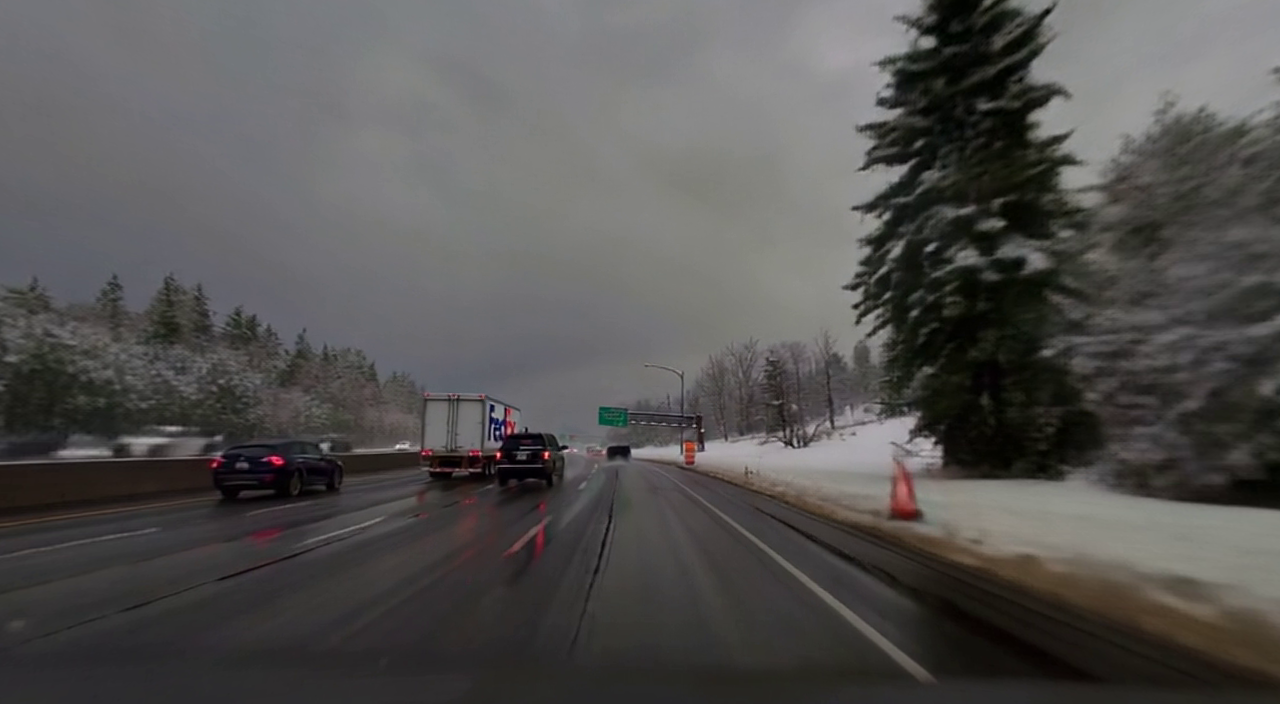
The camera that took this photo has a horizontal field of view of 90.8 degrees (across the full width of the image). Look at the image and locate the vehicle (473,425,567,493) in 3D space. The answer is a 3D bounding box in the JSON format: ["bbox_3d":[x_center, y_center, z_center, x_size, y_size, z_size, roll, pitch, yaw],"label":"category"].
[{"bbox_3d":[-3.657,3.377,20.216,2.170,1.886,4.628,0,-9,-1],"label":"vehicle"}]

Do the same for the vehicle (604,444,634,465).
[{"bbox_3d":[-1.582,7.571,46.820,2.043,1.489,3.839,1,-9,-4],"label":"vehicle"}]

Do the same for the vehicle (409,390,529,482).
[{"bbox_3d":[-6.844,3.637,26.850,2.870,3.266,8.589,0,-9,-1],"label":"vehicle"}]

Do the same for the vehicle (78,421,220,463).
[{"bbox_3d":[-23.531,4.412,30.709,2.212,1.846,6.051,0,-9,-2],"label":"vehicle"}]

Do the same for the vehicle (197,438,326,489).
[{"bbox_3d":[-13.570,4.011,23.021,2.018,1.668,4.409,0,-9,-1],"label":"vehicle"}]

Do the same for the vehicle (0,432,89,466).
[{"bbox_3d":[-33.683,5.369,34.922,1.990,1.758,5.022,0,-9,-3],"label":"vehicle"}]
